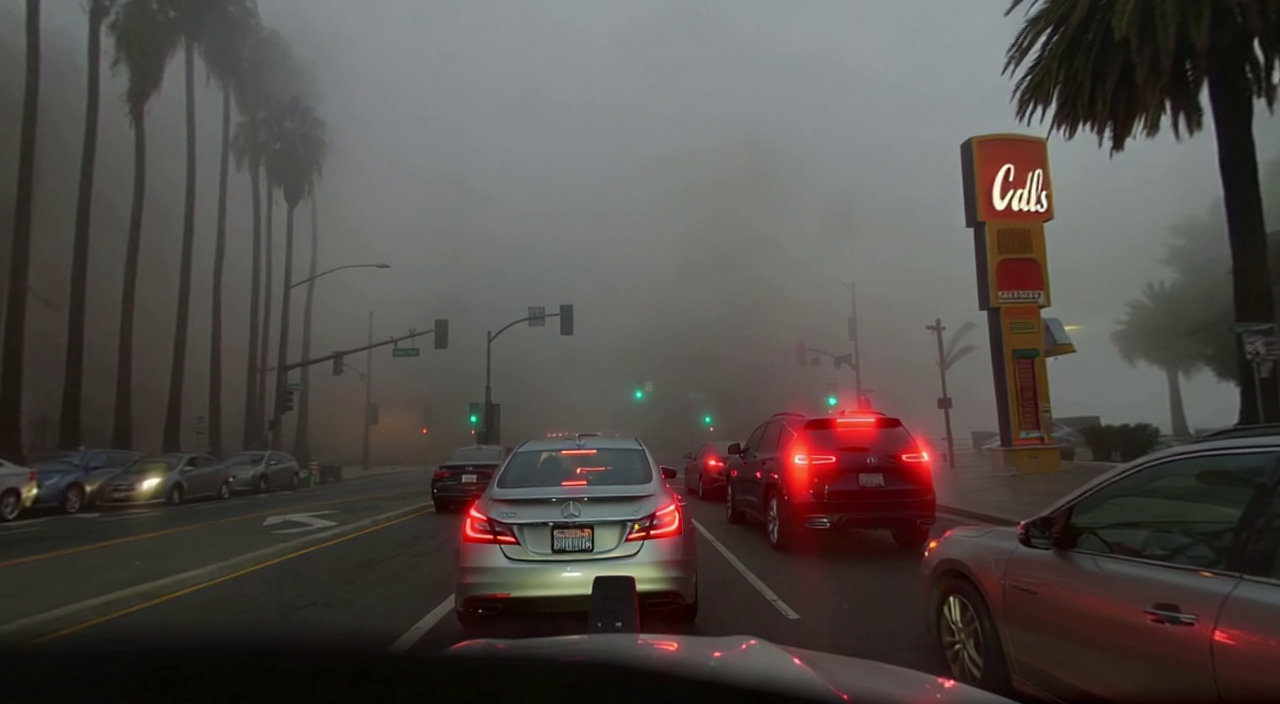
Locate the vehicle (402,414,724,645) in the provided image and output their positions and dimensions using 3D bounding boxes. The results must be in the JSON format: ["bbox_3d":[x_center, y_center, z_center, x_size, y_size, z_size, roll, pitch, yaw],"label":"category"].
[{"bbox_3d":[-0.518,1.472,6.245,2.096,1.492,4.071,0,-9,-1],"label":"vehicle"}]

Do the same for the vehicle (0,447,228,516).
[{"bbox_3d":[-12.861,3.141,15.943,1.870,1.475,4.531,0,-9,0],"label":"vehicle"}]

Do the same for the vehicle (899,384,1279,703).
[{"bbox_3d":[2.620,0.811,1.504,2.085,1.469,4.458,0,-9,0],"label":"vehicle"}]

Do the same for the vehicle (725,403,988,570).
[{"bbox_3d":[2.637,1.779,9.088,2.096,1.775,4.440,0,-9,-1],"label":"vehicle"}]

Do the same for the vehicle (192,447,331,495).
[{"bbox_3d":[-12.865,4.025,21.898,1.856,1.455,4.700,0,-9,0],"label":"vehicle"}]
